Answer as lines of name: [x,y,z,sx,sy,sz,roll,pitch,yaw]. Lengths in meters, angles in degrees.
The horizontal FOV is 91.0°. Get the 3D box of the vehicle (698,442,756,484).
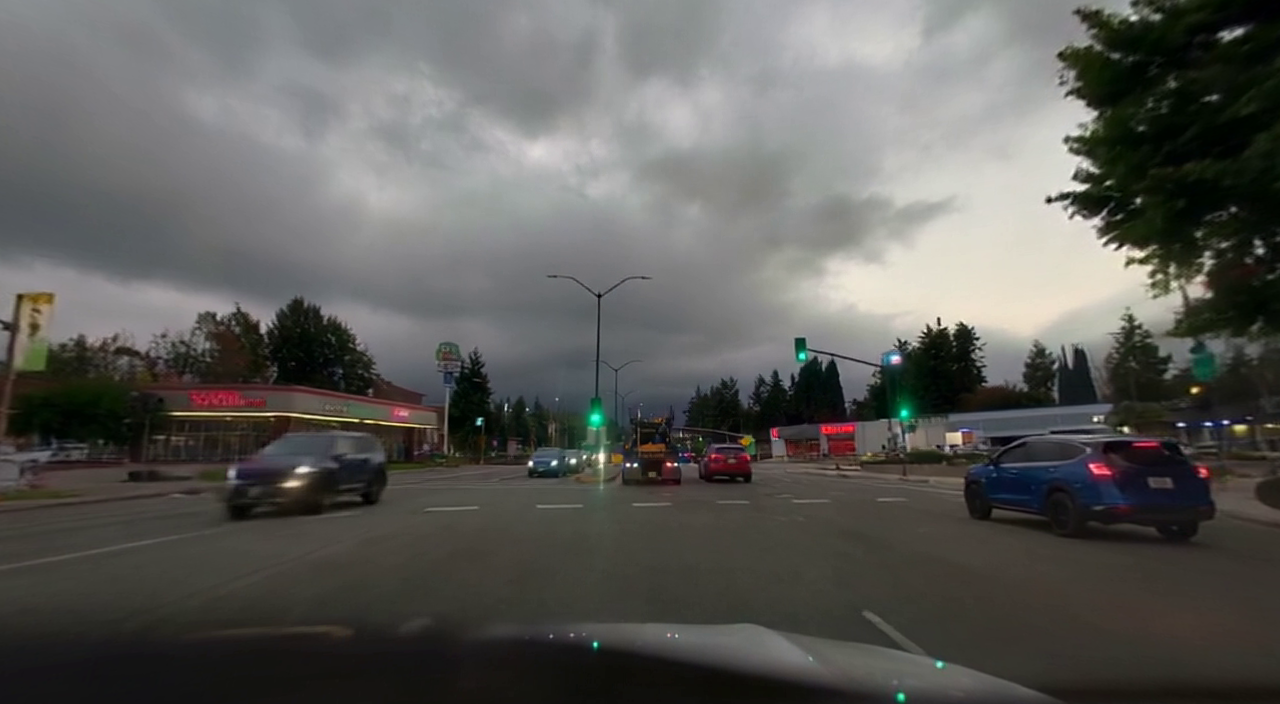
vehicle: [3.855,4.990,28.677,2.025,1.754,4.311,0,-9,0]

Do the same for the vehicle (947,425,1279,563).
vehicle: [7.050,2.092,10.094,1.982,1.698,4.408,0,-8,0]

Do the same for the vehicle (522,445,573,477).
vehicle: [-4.624,5.513,32.066,2.001,1.518,4.316,0,-8,-1]

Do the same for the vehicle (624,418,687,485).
vehicle: [0.547,4.502,28.775,2.566,2.705,6.350,0,-8,-1]

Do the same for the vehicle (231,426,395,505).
vehicle: [-8.712,3.055,17.387,2.020,1.864,4.634,0,-8,0]
